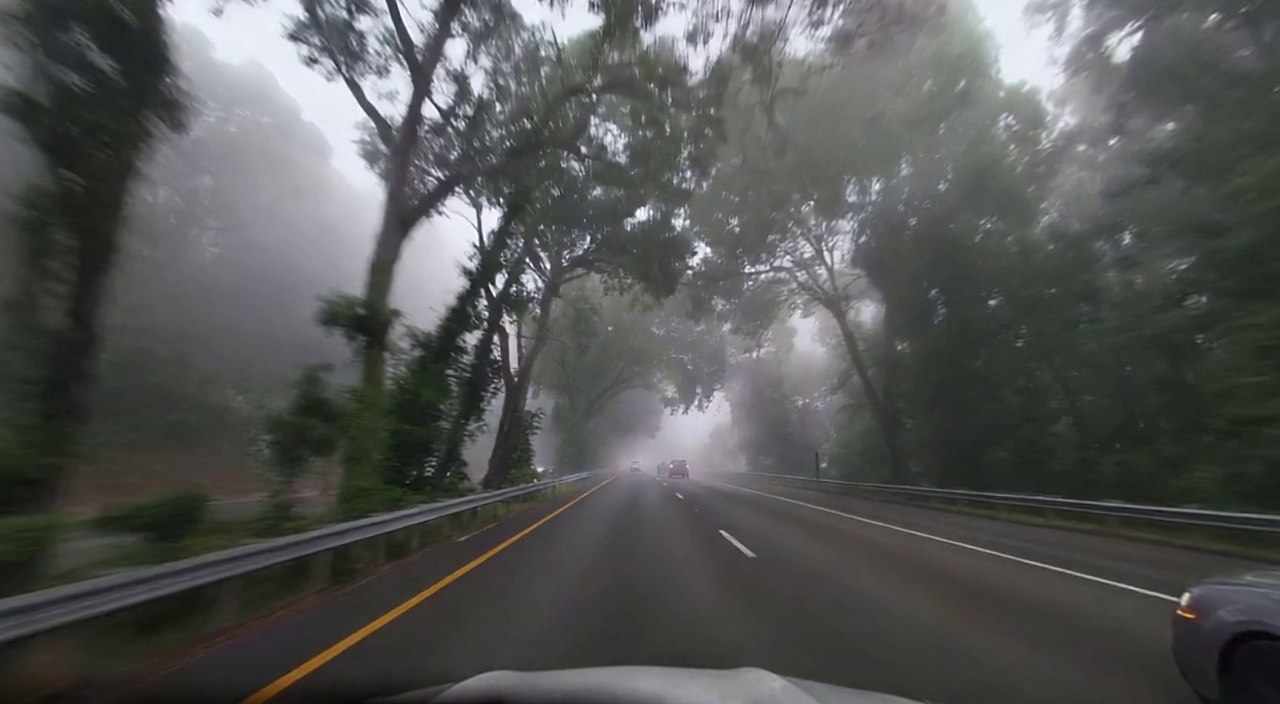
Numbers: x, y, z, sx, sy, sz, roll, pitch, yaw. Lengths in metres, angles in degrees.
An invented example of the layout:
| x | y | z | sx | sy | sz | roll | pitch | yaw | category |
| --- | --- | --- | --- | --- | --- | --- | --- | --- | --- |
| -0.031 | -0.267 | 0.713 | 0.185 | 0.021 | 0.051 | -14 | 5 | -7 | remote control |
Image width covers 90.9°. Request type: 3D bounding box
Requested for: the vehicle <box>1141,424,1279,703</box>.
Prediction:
| x | y | z | sx | sy | sz | roll | pitch | yaw | category |
| --- | --- | --- | --- | --- | --- | --- | --- | --- | --- |
| 3.665 | 0.837 | 1.384 | 1.825 | 1.494 | 3.959 | 1 | -10 | 0 | vehicle |

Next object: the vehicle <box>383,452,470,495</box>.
| x | y | z | sx | sy | sz | roll | pitch | yaw | category |
| --- | --- | --- | --- | --- | --- | --- | --- | --- | --- |
| -8.362 | 4.828 | 25.088 | 2.040 | 1.520 | 3.887 | 1 | -10 | 1 | vehicle |
